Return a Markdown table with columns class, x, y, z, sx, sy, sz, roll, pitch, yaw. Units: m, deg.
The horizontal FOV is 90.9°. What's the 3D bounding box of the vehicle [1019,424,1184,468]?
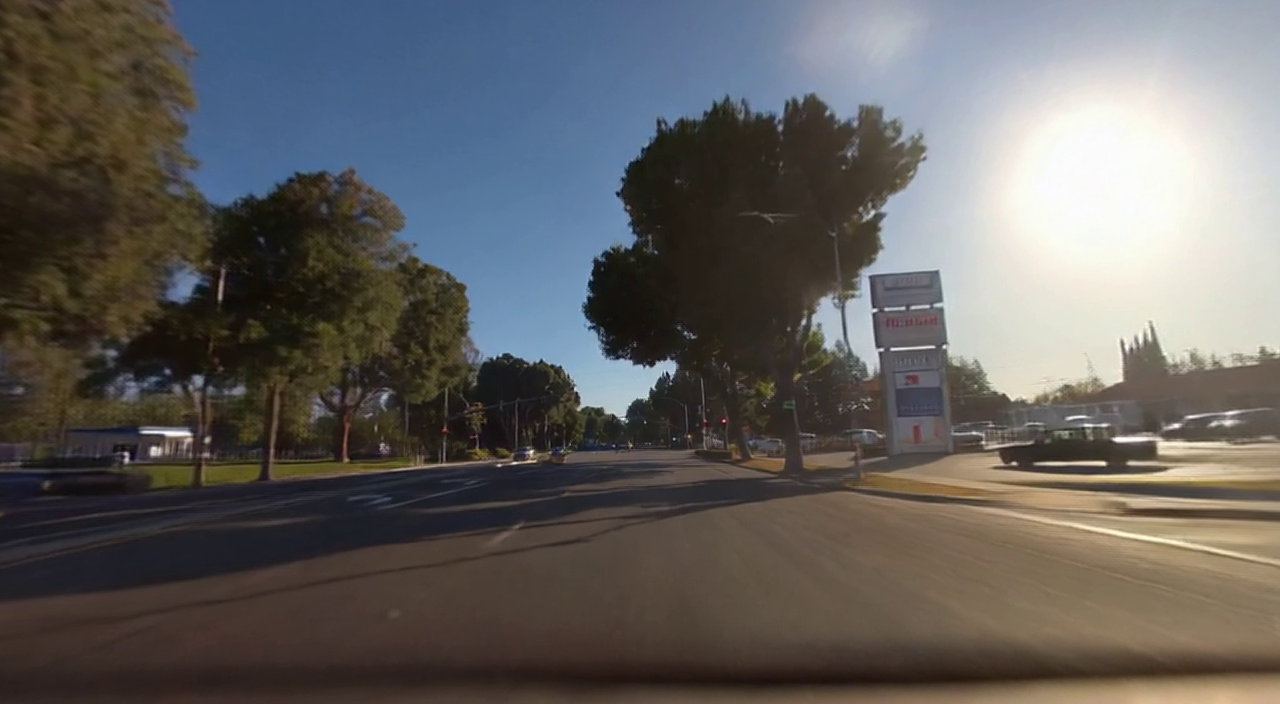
| class | x | y | z | sx | sy | sz | roll | pitch | yaw |
| --- | --- | --- | --- | --- | --- | --- | --- | --- | --- |
| vehicle | 17.960 | 3.705 | 24.896 | 4.812 | 1.567 | 2.123 | -4 | -9 | 24 |
